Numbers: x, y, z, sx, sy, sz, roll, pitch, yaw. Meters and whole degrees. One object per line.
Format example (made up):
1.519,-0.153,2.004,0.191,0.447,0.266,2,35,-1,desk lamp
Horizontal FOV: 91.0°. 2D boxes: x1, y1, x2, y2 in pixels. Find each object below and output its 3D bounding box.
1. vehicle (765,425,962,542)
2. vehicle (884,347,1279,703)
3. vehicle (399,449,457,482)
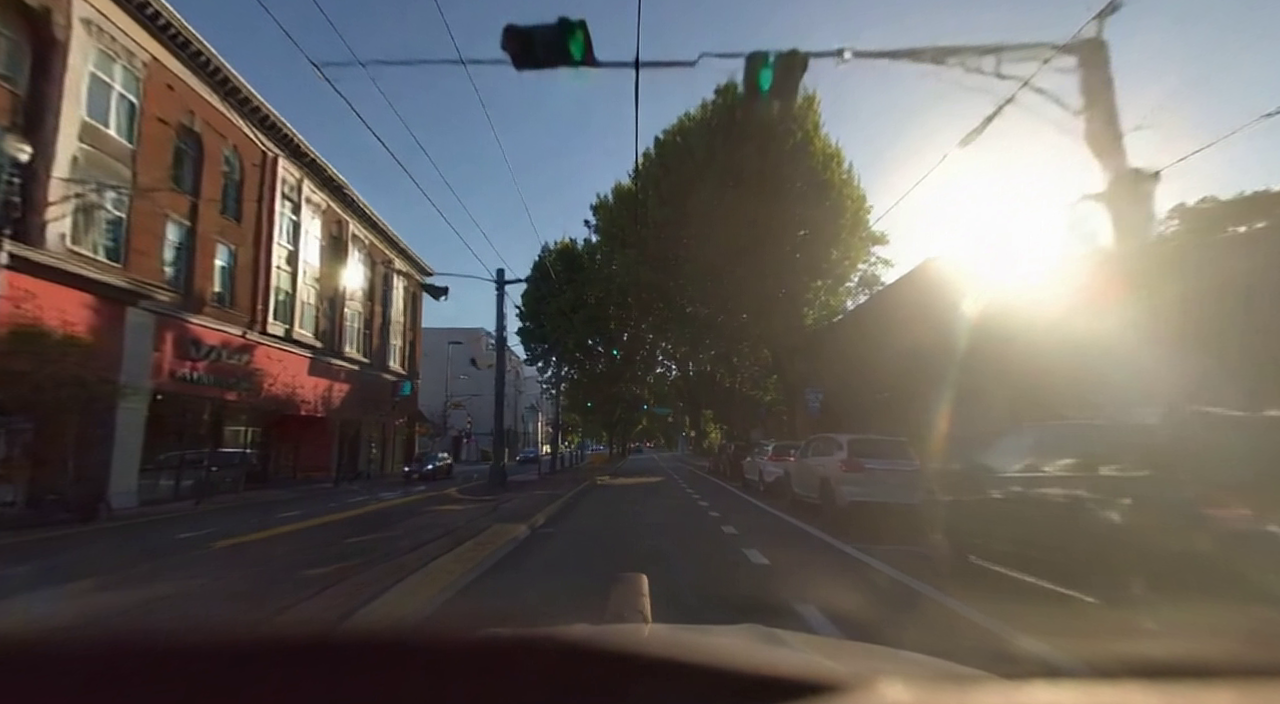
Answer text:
3.522,2.136,10.873,1.903,1.596,4.144,-1,-8,1,vehicle
3.638,1.107,4.594,1.941,1.671,4.264,-1,-8,0,vehicle
-10.185,5.438,30.452,1.877,1.430,3.712,1,-8,-7,vehicle
